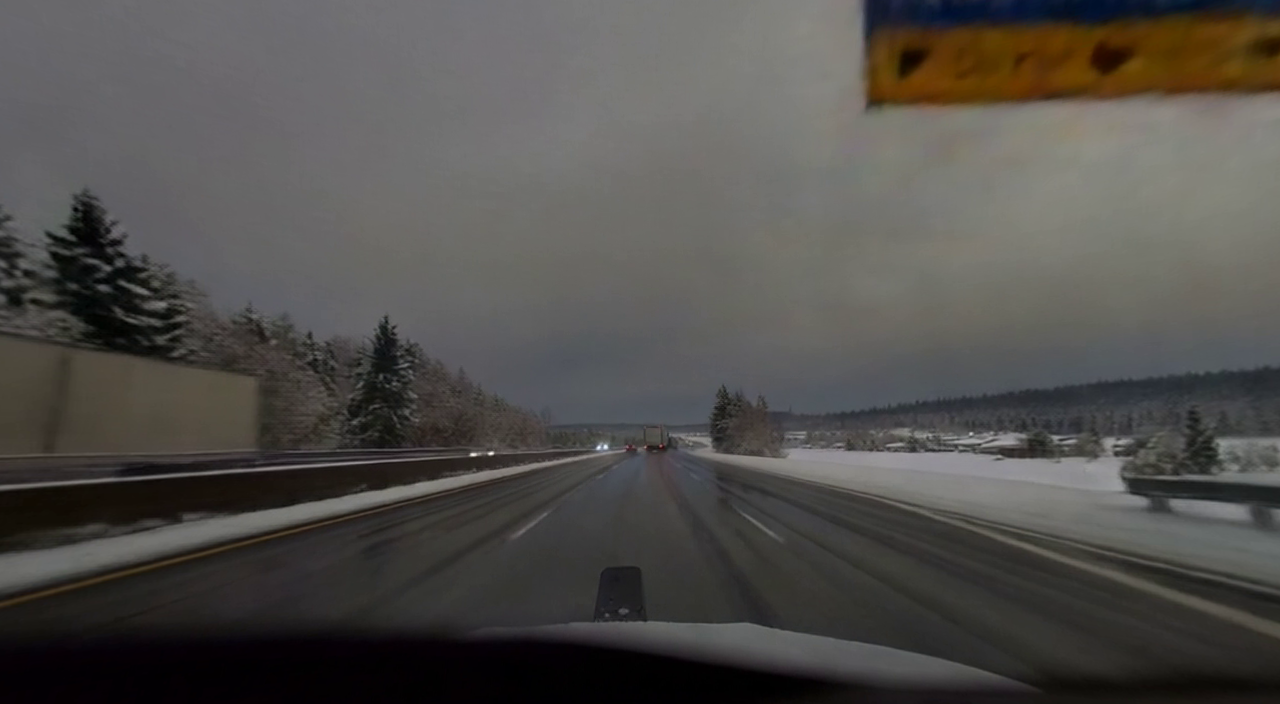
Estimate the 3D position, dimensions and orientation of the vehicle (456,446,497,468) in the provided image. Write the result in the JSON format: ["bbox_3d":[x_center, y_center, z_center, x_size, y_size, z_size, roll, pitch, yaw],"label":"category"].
[{"bbox_3d":[-11.528,7.427,44.644,1.827,1.465,4.048,0,-9,0],"label":"vehicle"}]

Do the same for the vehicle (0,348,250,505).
[{"bbox_3d":[-16.437,2.476,20.015,2.866,3.987,7.870,0,-9,1],"label":"vehicle"}]
